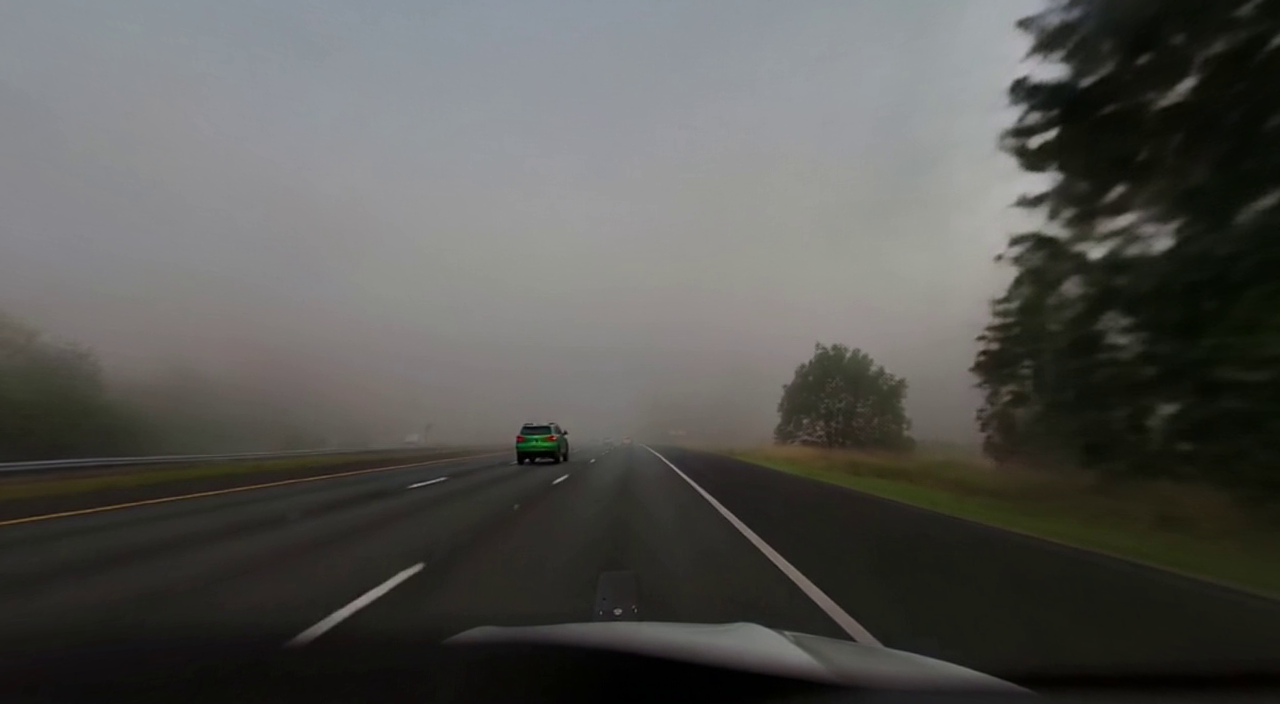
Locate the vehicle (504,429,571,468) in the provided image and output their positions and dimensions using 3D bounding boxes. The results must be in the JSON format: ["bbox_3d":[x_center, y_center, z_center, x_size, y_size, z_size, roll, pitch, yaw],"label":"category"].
[{"bbox_3d":[-4.232,4.036,26.684,2.063,1.496,4.225,0,-7,1],"label":"vehicle"}]
